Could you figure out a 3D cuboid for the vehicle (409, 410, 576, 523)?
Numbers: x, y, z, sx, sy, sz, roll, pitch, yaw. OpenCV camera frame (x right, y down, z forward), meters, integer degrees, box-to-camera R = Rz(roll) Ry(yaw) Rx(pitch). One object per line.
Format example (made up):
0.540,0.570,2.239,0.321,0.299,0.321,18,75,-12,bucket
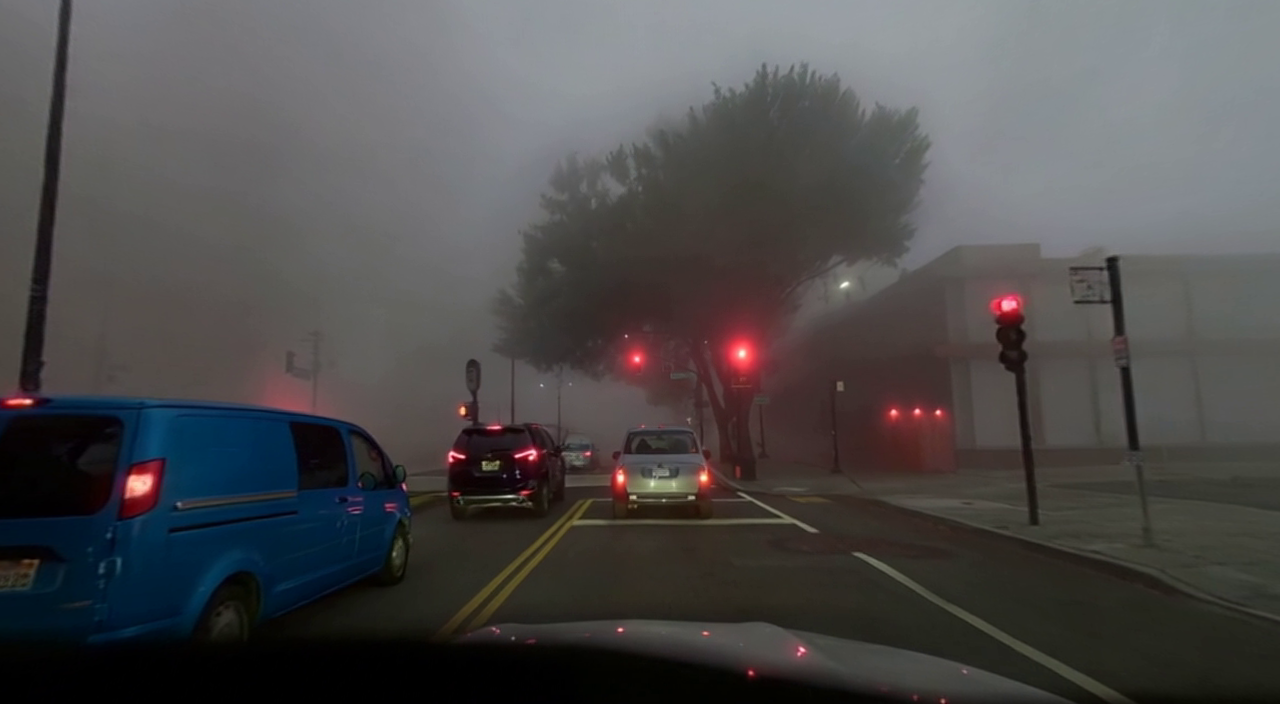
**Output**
-2.609,2.180,12.511,2.124,1.799,4.587,0,-8,1,vehicle

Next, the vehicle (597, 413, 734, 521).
0.435,2.144,12.180,2.205,1.727,3.917,0,-8,1,vehicle

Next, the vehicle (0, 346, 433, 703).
-3.154,1.108,4.657,1.940,1.722,3.823,0,-8,0,vehicle
